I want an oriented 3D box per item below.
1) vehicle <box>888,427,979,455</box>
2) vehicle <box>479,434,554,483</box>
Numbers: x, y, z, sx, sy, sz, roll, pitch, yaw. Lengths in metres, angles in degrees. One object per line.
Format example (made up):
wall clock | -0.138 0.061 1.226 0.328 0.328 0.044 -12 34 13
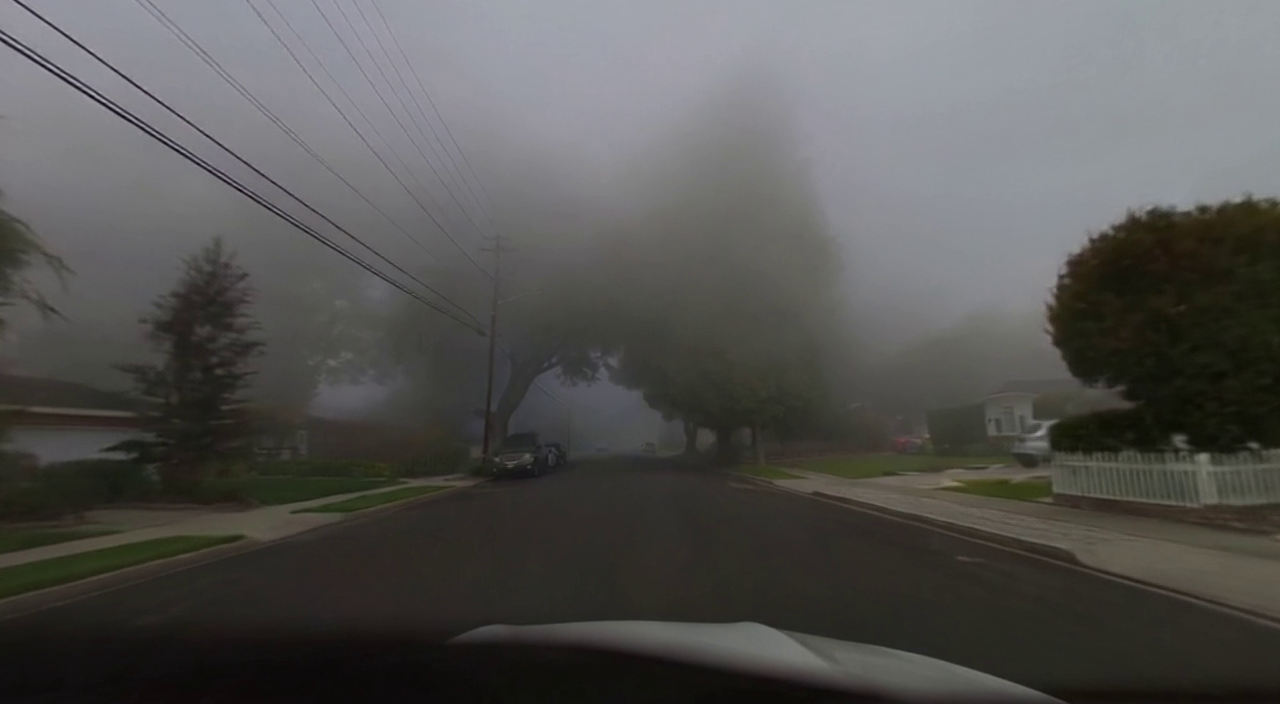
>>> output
vehicle | 17.394 5.323 37.626 4.372 1.490 2.032 -1 -10 1
vehicle | -5.851 5.129 30.839 2.411 1.979 5.915 -5 -8 0
